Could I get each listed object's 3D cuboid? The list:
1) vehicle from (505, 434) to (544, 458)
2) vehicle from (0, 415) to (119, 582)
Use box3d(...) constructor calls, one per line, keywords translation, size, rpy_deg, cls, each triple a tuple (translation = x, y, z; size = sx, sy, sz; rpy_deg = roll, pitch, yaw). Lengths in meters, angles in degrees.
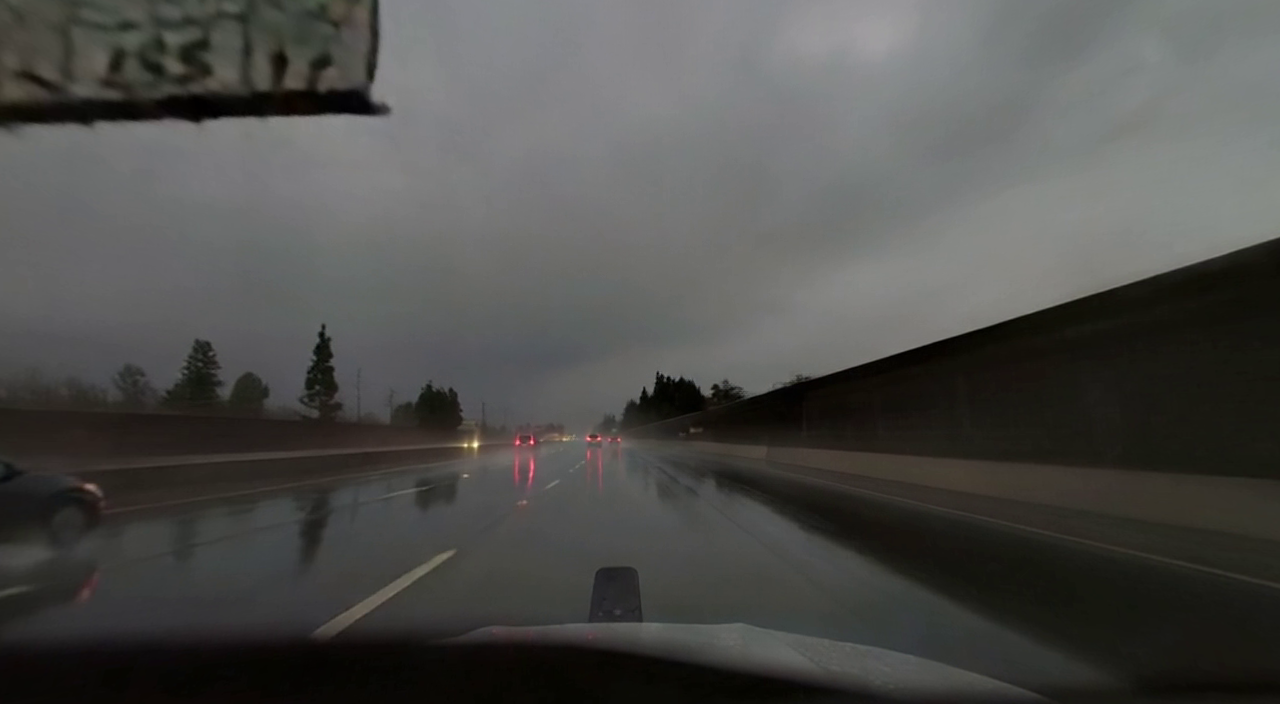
box3d(translation=(-7.787, 6.337, 42.691), size=(1.988, 1.505, 4.044), rpy_deg=(0, -8, -2), cls="vehicle")
box3d(translation=(-6.874, 1.240, 4.948), size=(1.972, 1.532, 4.222), rpy_deg=(0, -8, -1), cls="vehicle")
